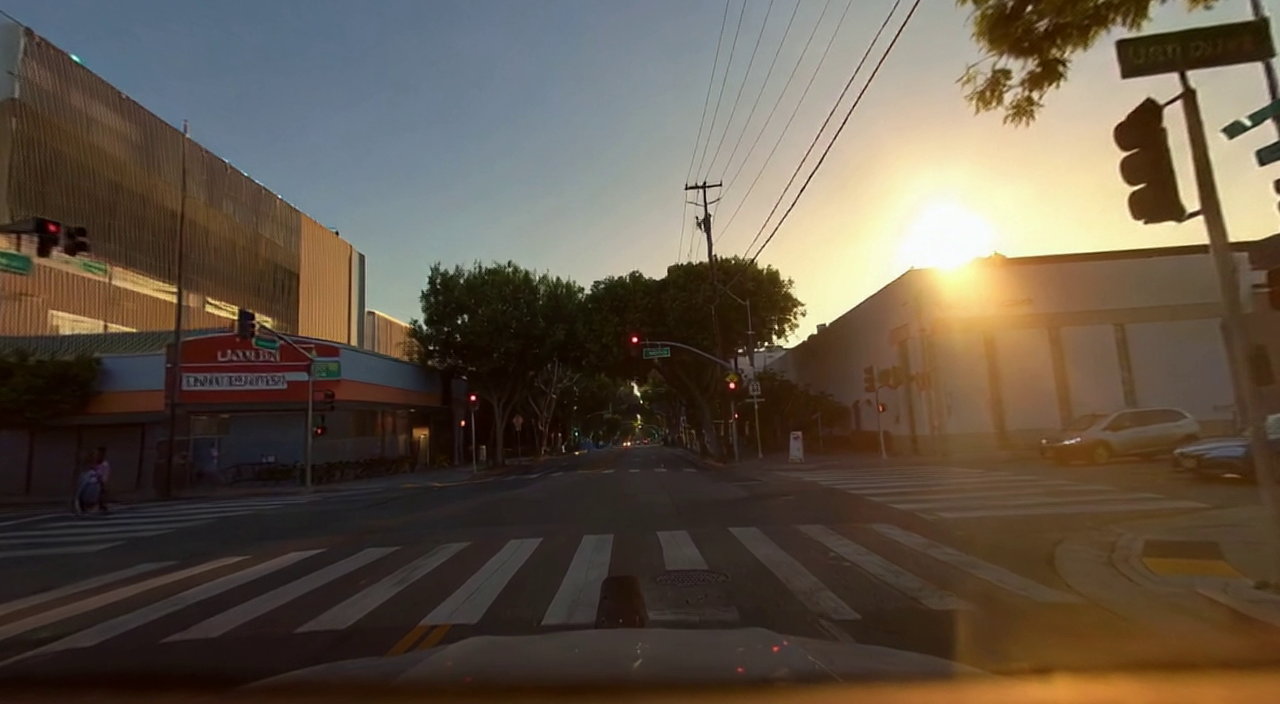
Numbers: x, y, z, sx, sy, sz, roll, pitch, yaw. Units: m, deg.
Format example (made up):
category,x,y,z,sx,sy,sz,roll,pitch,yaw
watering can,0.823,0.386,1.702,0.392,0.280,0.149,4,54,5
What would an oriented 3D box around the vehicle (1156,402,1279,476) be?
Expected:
category,x,y,z,sx,sy,sz,roll,pitch,yaw
vehicle,14.440,1.907,13.806,4.632,1.484,1.907,0,-8,-1
